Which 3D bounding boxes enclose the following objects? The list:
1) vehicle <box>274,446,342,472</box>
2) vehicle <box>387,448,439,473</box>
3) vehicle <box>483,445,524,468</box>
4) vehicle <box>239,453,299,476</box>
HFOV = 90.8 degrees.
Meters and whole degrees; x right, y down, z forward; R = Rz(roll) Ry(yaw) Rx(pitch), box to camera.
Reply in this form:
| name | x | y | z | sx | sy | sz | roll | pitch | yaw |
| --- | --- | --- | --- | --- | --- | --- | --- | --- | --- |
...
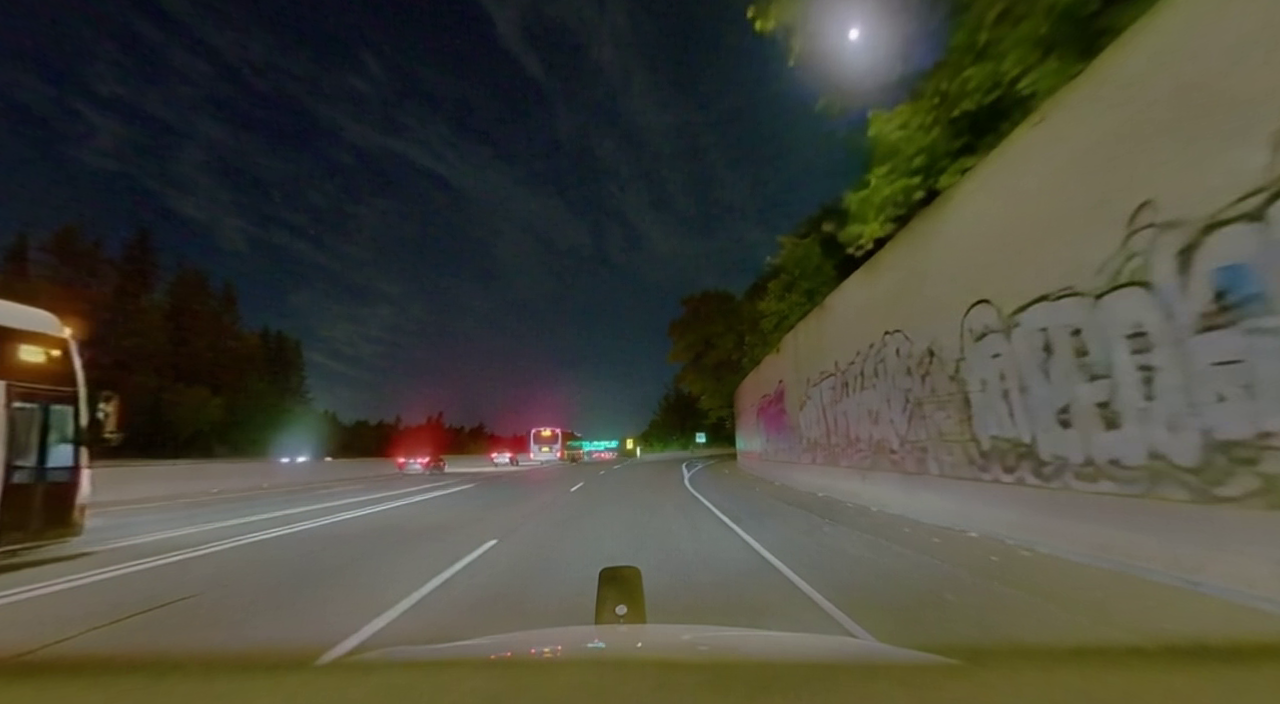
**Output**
| name | x | y | z | sx | sy | sz | roll | pitch | yaw |
| --- | --- | --- | --- | --- | --- | --- | --- | --- | --- |
| vehicle | -22.273 | 7.174 | 42.609 | 1.999 | 1.640 | 4.855 | 0 | -9 | -1 |
| vehicle | -14.300 | 6.873 | 40.015 | 1.878 | 1.470 | 3.825 | 0 | -9 | 0 |
| vehicle | -10.154 | 7.806 | 47.191 | 1.979 | 1.600 | 4.516 | 0 | -9 | 1 |
| vehicle | -25.331 | 7.678 | 43.233 | 1.701 | 1.390 | 4.014 | 0 | -9 | -1 |
